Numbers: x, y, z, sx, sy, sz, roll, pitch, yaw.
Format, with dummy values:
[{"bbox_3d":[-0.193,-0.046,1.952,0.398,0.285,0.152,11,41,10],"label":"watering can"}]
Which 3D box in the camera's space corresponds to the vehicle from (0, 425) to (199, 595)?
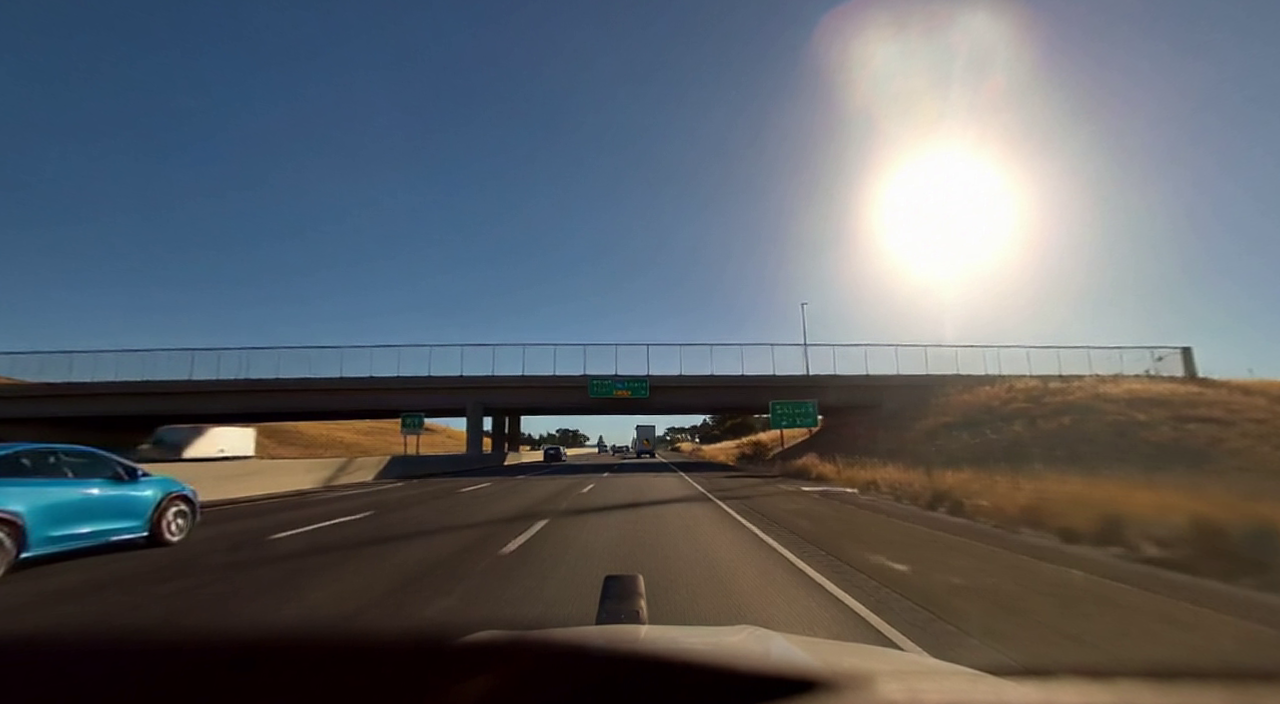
[{"bbox_3d":[-6.905,1.478,5.955,2.096,1.541,4.610,0,-9,0],"label":"vehicle"}]
